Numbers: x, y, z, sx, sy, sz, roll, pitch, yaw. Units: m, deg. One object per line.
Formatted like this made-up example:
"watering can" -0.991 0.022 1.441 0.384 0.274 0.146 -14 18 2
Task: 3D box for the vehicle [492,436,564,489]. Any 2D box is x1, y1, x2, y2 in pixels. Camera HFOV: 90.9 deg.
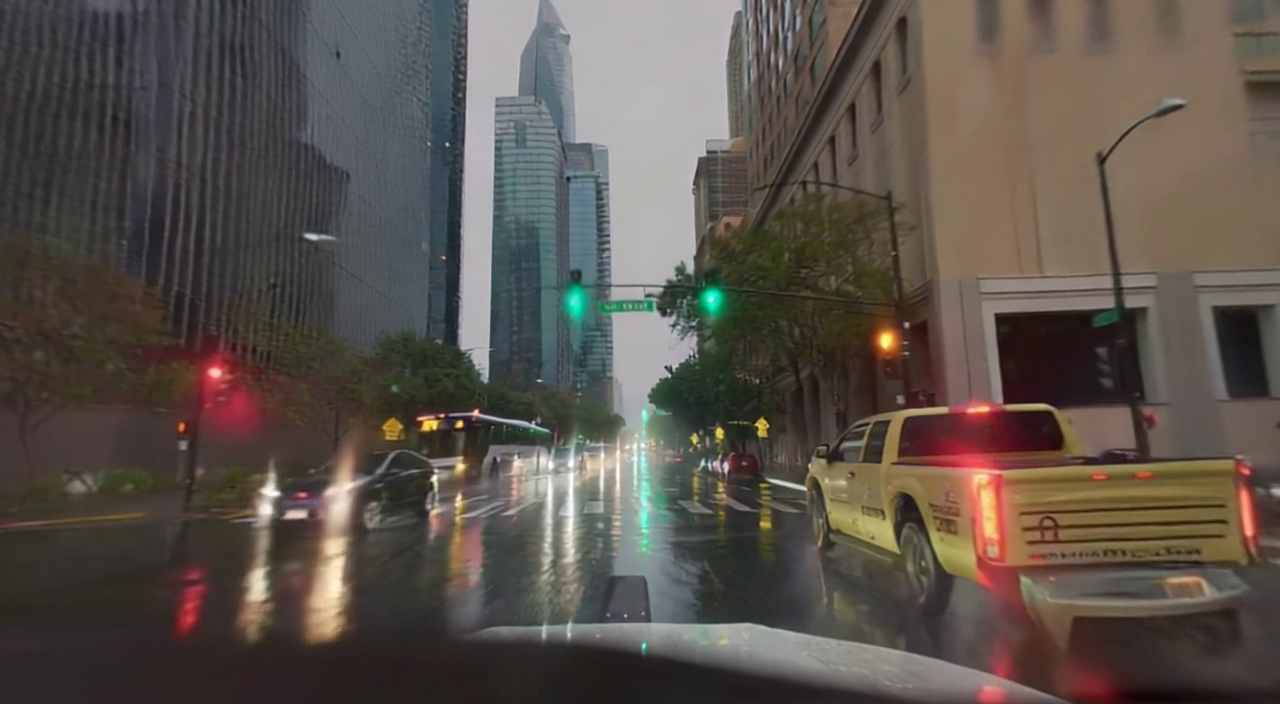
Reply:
"vehicle" -5.061 5.058 29.275 2.304 2.208 5.200 0 -8 1

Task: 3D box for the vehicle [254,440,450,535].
"vehicle" -5.603 2.645 12.976 1.997 1.610 4.144 0 -8 1

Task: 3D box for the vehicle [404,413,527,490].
"vehicle" -8.664 5.171 33.190 3.318 3.359 10.406 0 -8 1

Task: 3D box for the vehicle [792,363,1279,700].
"vehicle" 3.279 1.379 6.261 2.118 1.848 5.426 0 -8 -1

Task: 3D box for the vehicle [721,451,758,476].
"vehicle" 7.104 7.999 45.497 1.962 1.617 4.325 0 -8 0
